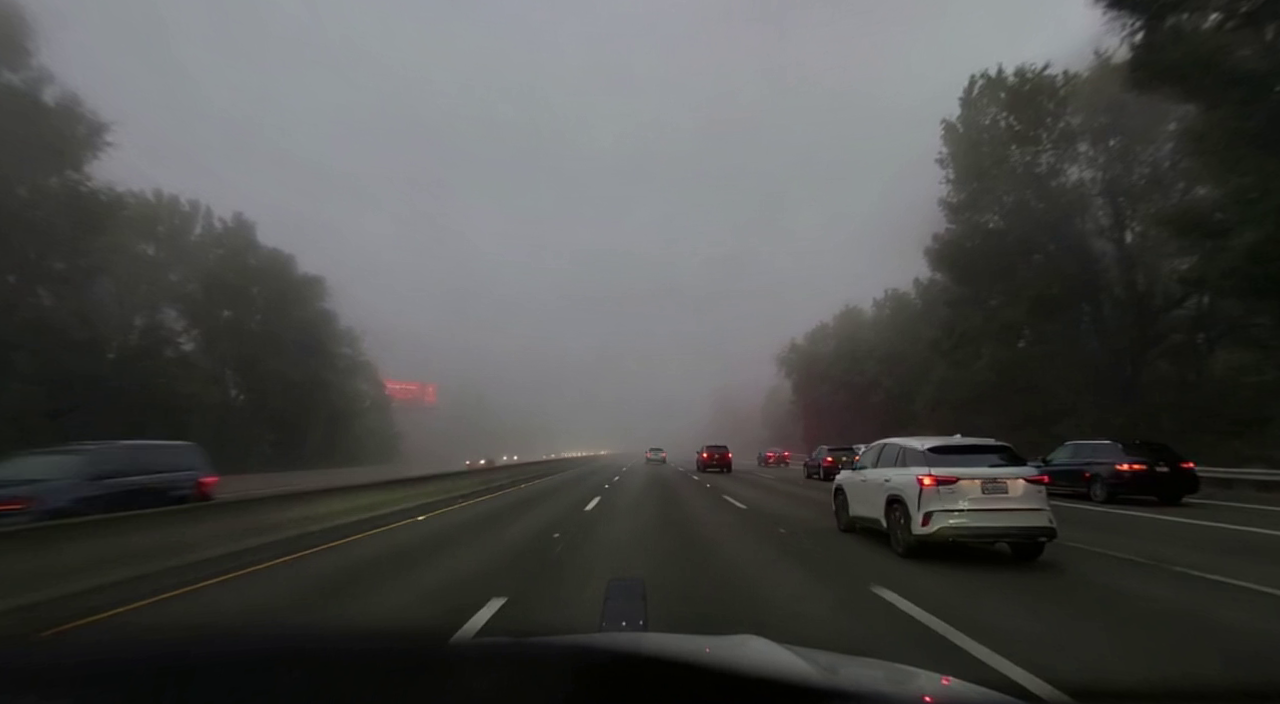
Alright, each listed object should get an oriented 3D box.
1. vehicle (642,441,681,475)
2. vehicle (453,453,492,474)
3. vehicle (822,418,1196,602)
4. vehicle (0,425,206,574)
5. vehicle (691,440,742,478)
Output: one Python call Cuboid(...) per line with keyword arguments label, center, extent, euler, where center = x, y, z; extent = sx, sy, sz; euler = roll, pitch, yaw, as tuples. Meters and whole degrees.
Cuboid(label="vehicle", center=(1.181, 6.080, 36.444), extent=(2.145, 1.832, 4.004), euler=(0, -8, 0))
Cuboid(label="vehicle", center=(-13.145, 8.763, 49.783), extent=(1.843, 1.461, 4.292), euler=(-1, -8, 1))
Cuboid(label="vehicle", center=(3.930, 1.728, 7.867), extent=(1.989, 1.609, 4.355), euler=(0, -8, 0))
Cuboid(label="vehicle", center=(-9.918, 2.270, 10.266), extent=(2.277, 2.018, 4.739), euler=(-1, -8, 0))
Cuboid(label="vehicle", center=(3.972, 5.607, 33.513), extent=(2.075, 1.845, 4.667), euler=(0, -8, -1))
